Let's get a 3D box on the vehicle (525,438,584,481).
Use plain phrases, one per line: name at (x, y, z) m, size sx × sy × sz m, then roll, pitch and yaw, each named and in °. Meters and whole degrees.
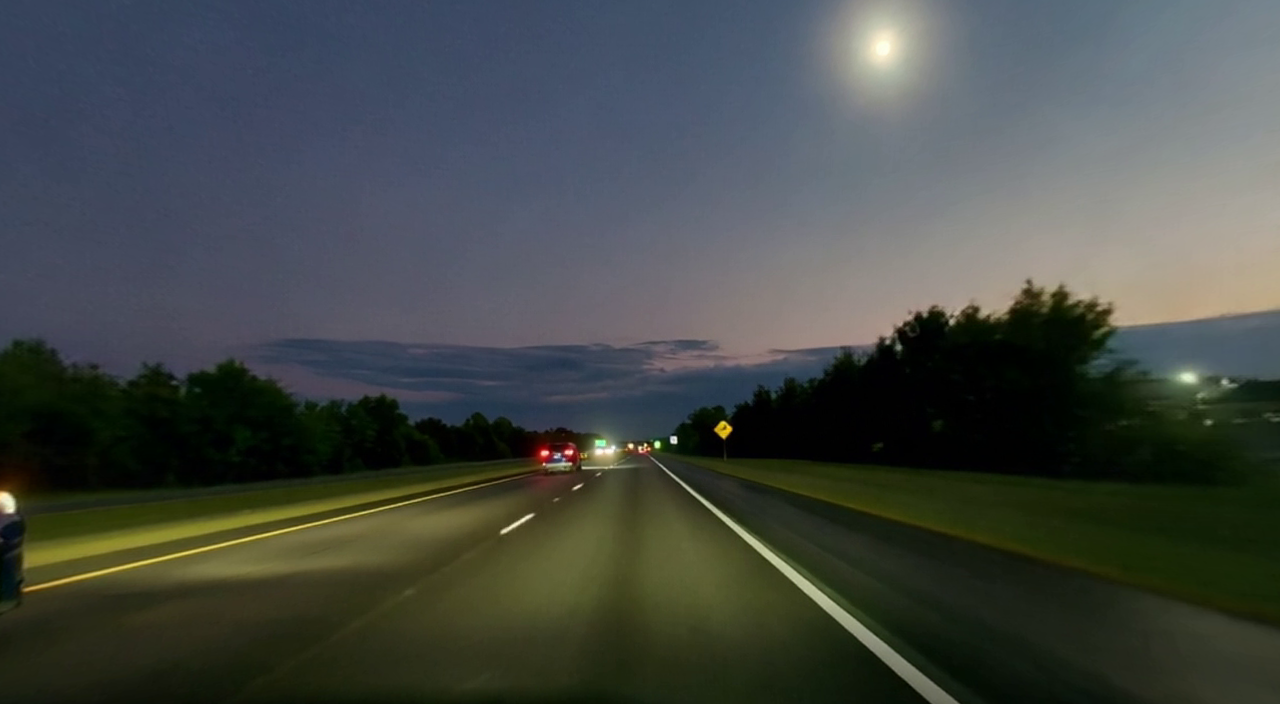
vehicle at (-3.876, 4.949, 29.315) m, size 2.056 × 1.811 × 4.202 m, roll 0°, pitch -9°, yaw 1°
